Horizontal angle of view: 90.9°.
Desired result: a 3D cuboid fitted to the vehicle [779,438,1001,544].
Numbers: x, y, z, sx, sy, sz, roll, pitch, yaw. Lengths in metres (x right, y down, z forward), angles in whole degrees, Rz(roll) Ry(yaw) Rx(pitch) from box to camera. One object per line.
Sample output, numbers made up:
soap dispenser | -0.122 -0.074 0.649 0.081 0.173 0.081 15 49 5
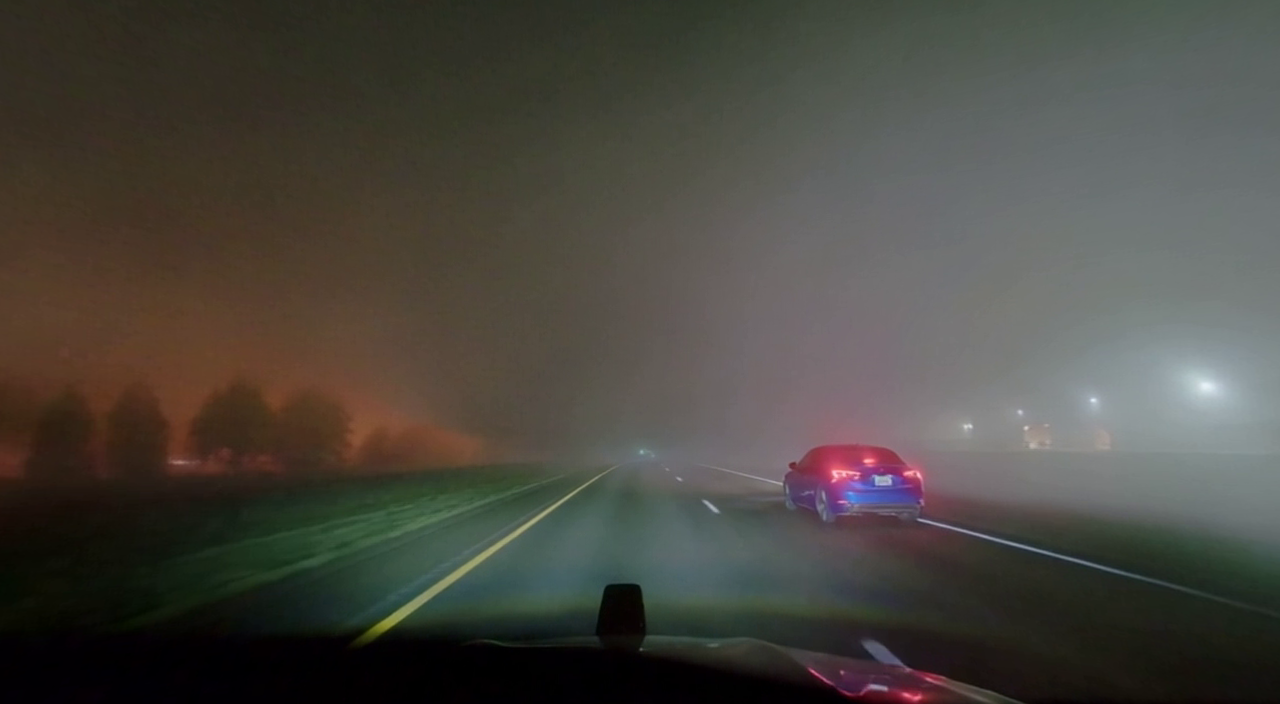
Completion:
vehicle | 4.145 2.369 11.537 2.053 1.490 4.799 0 -8 0
